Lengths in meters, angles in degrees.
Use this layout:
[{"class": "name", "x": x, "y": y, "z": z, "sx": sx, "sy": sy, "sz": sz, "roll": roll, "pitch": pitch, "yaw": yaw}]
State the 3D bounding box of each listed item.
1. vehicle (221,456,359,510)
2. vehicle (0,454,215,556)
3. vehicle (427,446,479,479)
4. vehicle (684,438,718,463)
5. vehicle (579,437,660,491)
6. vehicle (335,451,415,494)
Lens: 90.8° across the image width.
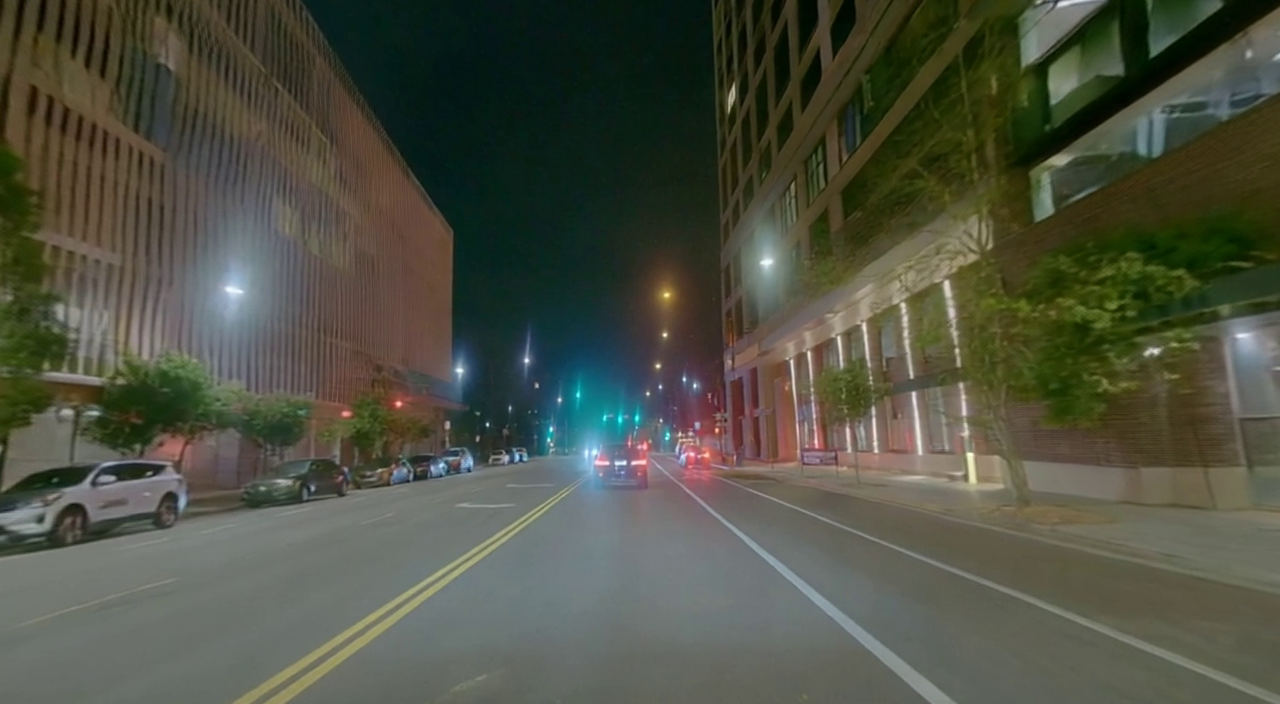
[{"class": "vehicle", "x": -11.861, "y": 4.432, "z": 21.885, "sx": 1.991, "sy": 1.507, "sz": 4.879, "roll": 0, "pitch": -8, "yaw": 0}, {"class": "vehicle", "x": -11.948, "y": 3.133, "z": 13.742, "sx": 2.077, "sy": 1.732, "sz": 4.704, "roll": 0, "pitch": -8, "yaw": 0}, {"class": "vehicle", "x": -12.180, "y": 7.208, "z": 41.476, "sx": 2.090, "sy": 1.784, "sz": 4.832, "roll": -4, "pitch": -8, "yaw": -2}, {"class": "vehicle", "x": 4.234, "y": 6.948, "z": 44.583, "sx": 1.924, "sy": 1.645, "sz": 4.528, "roll": -1, "pitch": -8, "yaw": -1}, {"class": "vehicle", "x": -0.597, "y": 3.428, "z": 19.736, "sx": 2.269, "sy": 1.479, "sz": 3.980, "roll": 0, "pitch": -8, "yaw": -1}, {"class": "vehicle", "x": -12.213, "y": 5.540, "z": 29.400, "sx": 1.976, "sy": 1.577, "sz": 4.091, "roll": -5, "pitch": -8, "yaw": -1}]
